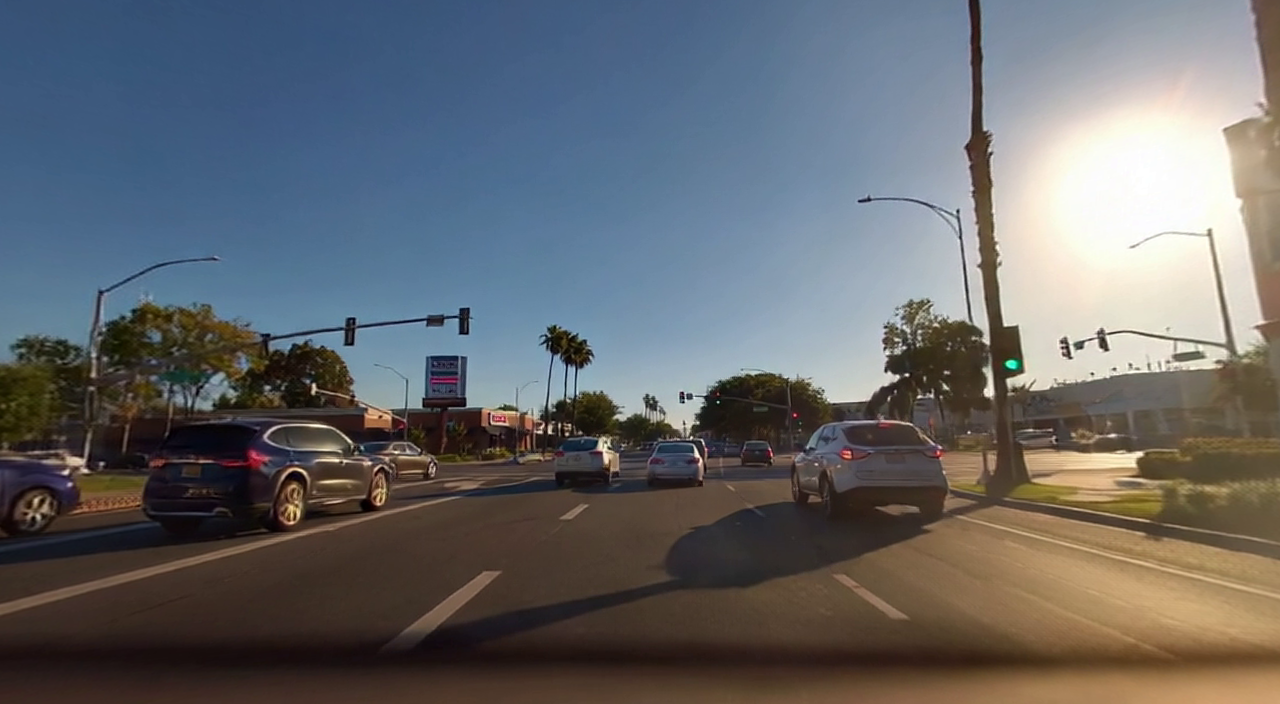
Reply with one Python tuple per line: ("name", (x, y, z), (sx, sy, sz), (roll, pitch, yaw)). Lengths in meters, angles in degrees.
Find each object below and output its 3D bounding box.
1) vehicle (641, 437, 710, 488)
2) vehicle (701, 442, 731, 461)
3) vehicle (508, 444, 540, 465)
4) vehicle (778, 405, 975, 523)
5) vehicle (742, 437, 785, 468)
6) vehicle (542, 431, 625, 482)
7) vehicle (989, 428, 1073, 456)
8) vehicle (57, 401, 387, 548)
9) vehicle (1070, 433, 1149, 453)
("vehicle", (1.256, 3.598, 20.859), (2.057, 1.492, 3.825), (-1, -8, 6))
("vehicle", (5.887, 7.679, 48.710), (1.956, 1.369, 3.686), (-2, -9, 12))
("vehicle", (-8.490, 7.397, 45.806), (1.918, 1.443, 4.612), (2, -9, -14))
("vehicle", (4.467, 2.225, 13.048), (2.267, 1.931, 5.145), (-1, -8, 3))
("vehicle", (6.702, 5.476, 34.597), (2.149, 1.532, 4.168), (-2, -8, 9))
("vehicle", (-2.060, 4.044, 24.693), (2.088, 1.746, 4.650), (-2, -9, 10))
("vehicle", (27.786, 6.414, 45.052), (4.557, 1.848, 2.008), (-2, -9, 11))
("vehicle", (-6.429, 1.940, 10.639), (2.127, 1.888, 4.637), (-1, -8, 4))
("vehicle", (36.914, 7.160, 49.815), (4.517, 1.491, 1.858), (-2, -9, 12))
